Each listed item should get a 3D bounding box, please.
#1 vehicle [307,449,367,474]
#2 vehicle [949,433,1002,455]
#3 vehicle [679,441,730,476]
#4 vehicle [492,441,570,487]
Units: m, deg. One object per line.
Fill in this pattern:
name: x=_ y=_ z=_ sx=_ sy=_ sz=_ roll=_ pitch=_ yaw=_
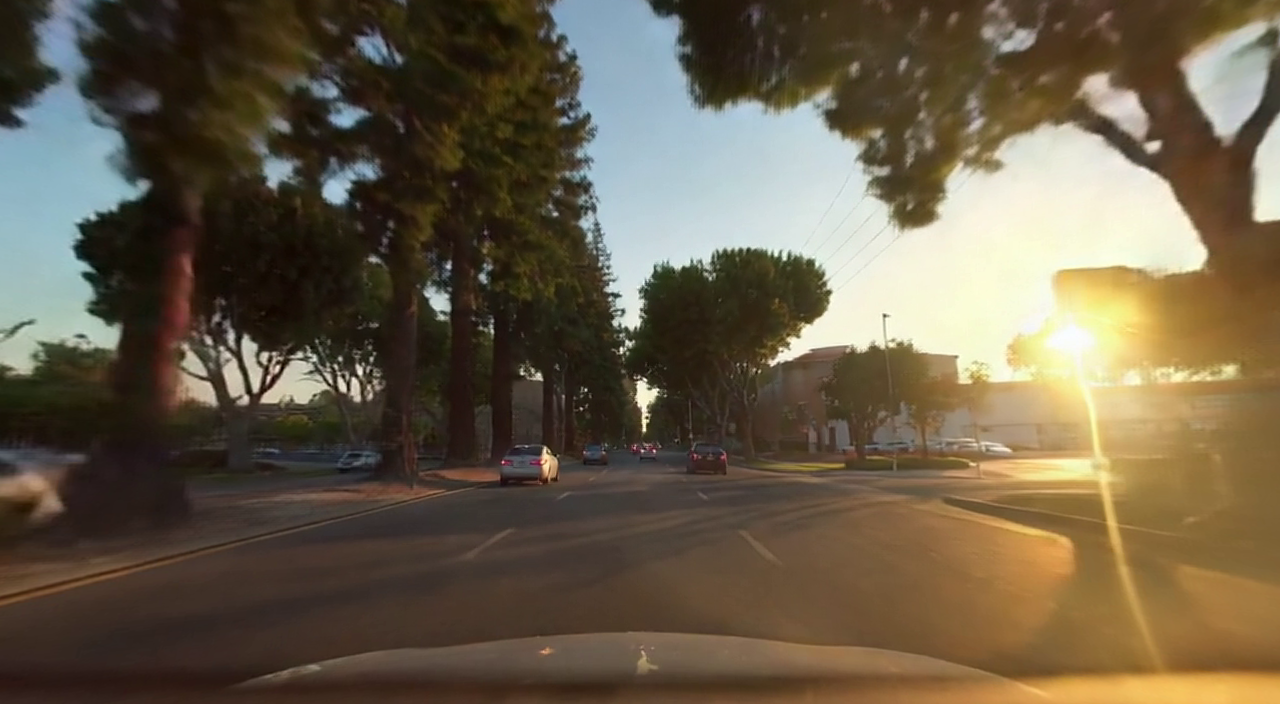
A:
vehicle: x=-22.807 y=8.262 z=47.647 sx=2.040 sy=1.757 sz=4.730 roll=0 pitch=-9 yaw=1
vehicle: x=26.275 y=7.196 z=49.567 sx=1.677 sy=1.591 sz=4.298 roll=-1 pitch=-8 yaw=-2
vehicle: x=3.033 y=5.085 z=30.321 sx=1.922 sy=1.579 sz=3.642 roll=0 pitch=-9 yaw=-2
vehicle: x=-3.766 y=3.973 z=22.655 sx=1.908 sy=1.481 sz=4.536 roll=0 pitch=-9 yaw=1
